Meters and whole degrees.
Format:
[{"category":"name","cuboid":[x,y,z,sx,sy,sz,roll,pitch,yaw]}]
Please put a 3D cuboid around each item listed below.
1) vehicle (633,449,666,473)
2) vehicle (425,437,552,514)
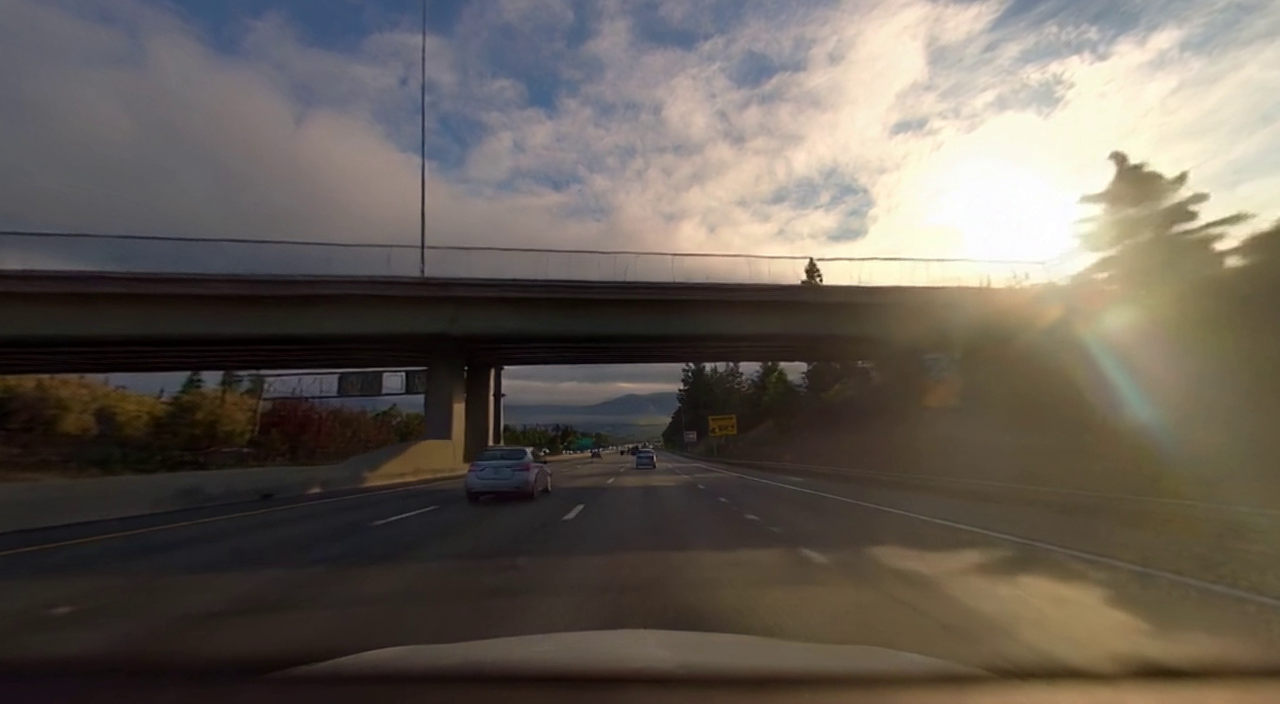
[{"category":"vehicle","cuboid":[0.645,7.463,43.425,2.113,1.537,4.208,0,-9,1]},{"category":"vehicle","cuboid":[-3.629,3.050,16.042,2.055,1.665,4.373,0,-9,1]}]
